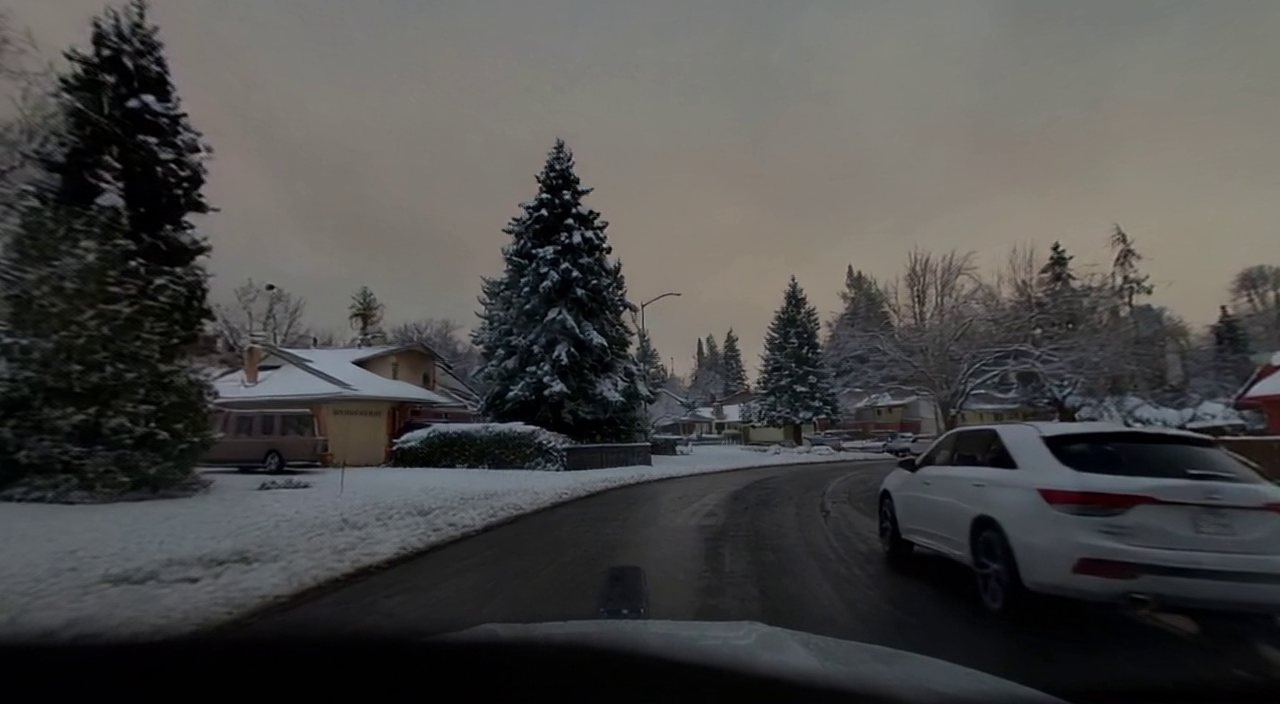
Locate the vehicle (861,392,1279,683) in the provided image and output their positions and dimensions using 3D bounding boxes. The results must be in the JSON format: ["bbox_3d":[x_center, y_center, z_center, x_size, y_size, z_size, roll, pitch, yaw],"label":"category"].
[{"bbox_3d":[3.952,1.468,6.192,2.163,1.760,4.591,-1,-8,4],"label":"vehicle"}]
